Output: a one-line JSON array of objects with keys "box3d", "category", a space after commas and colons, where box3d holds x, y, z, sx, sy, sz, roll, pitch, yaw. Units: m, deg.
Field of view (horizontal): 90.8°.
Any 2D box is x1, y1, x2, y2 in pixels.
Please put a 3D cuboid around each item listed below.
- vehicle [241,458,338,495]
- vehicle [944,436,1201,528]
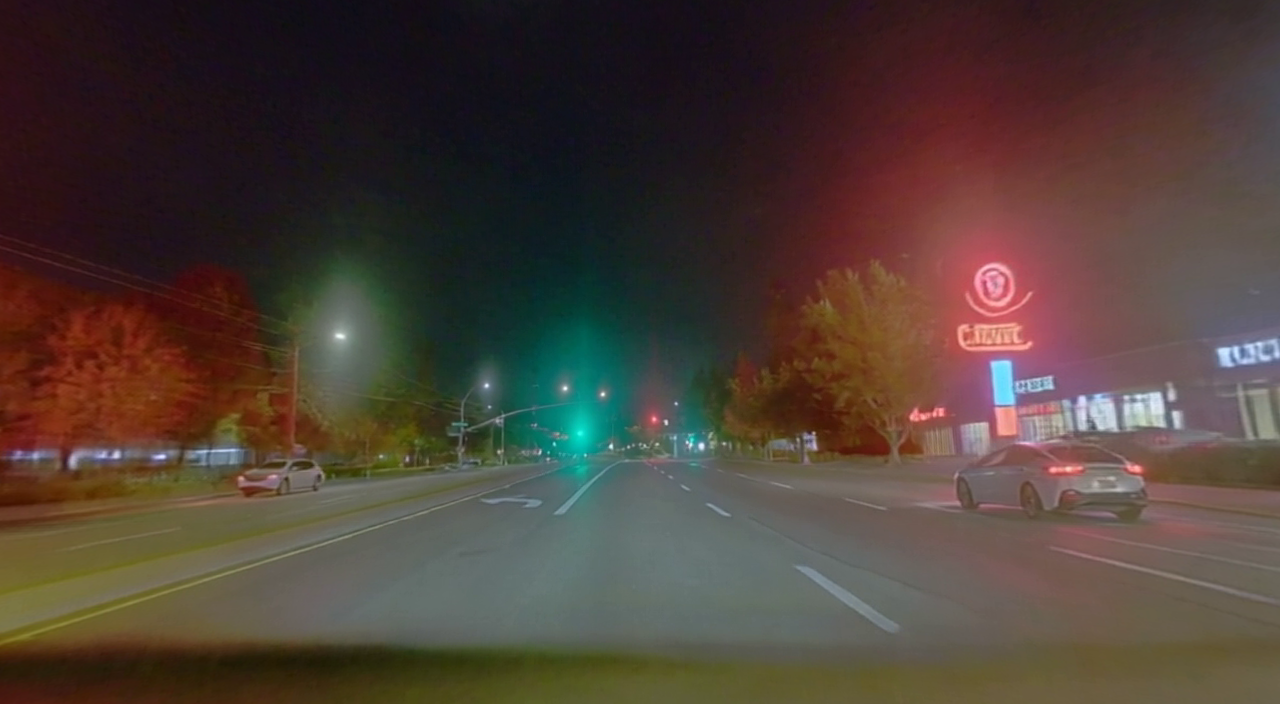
[{"box3d": [-16.013, 5.621, 28.809, 4.523, 1.494, 1.857, -6, -10, 32], "category": "vehicle"}, {"box3d": [8.018, 2.422, 12.359, 1.936, 1.460, 4.258, 0, -9, -1], "category": "vehicle"}]
